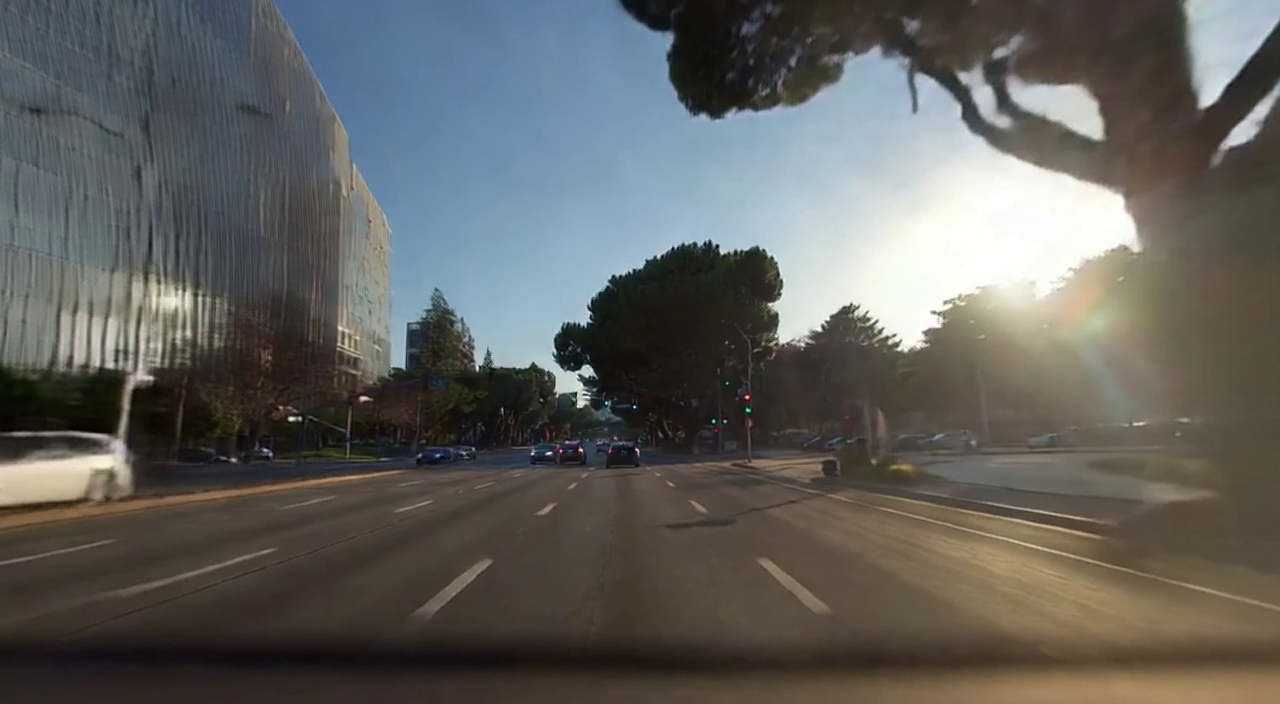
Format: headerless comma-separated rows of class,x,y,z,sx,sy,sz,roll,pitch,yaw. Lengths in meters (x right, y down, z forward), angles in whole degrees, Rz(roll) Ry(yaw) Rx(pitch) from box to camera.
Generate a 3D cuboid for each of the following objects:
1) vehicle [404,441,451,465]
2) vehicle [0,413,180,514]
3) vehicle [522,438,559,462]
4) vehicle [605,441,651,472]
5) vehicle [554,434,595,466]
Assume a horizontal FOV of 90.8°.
vehicle,-15.676,7.454,46.833,1.890,1.638,4.462,0,-8,0
vehicle,-14.998,2.621,15.081,2.680,2.131,6.995,0,-8,1
vehicle,-7.055,6.994,45.186,1.937,1.659,4.259,0,-8,1
vehicle,-0.612,4.971,30.290,2.050,1.385,4.096,0,-8,-2
vehicle,-3.912,5.964,38.485,2.001,1.784,4.483,0,-8,0
